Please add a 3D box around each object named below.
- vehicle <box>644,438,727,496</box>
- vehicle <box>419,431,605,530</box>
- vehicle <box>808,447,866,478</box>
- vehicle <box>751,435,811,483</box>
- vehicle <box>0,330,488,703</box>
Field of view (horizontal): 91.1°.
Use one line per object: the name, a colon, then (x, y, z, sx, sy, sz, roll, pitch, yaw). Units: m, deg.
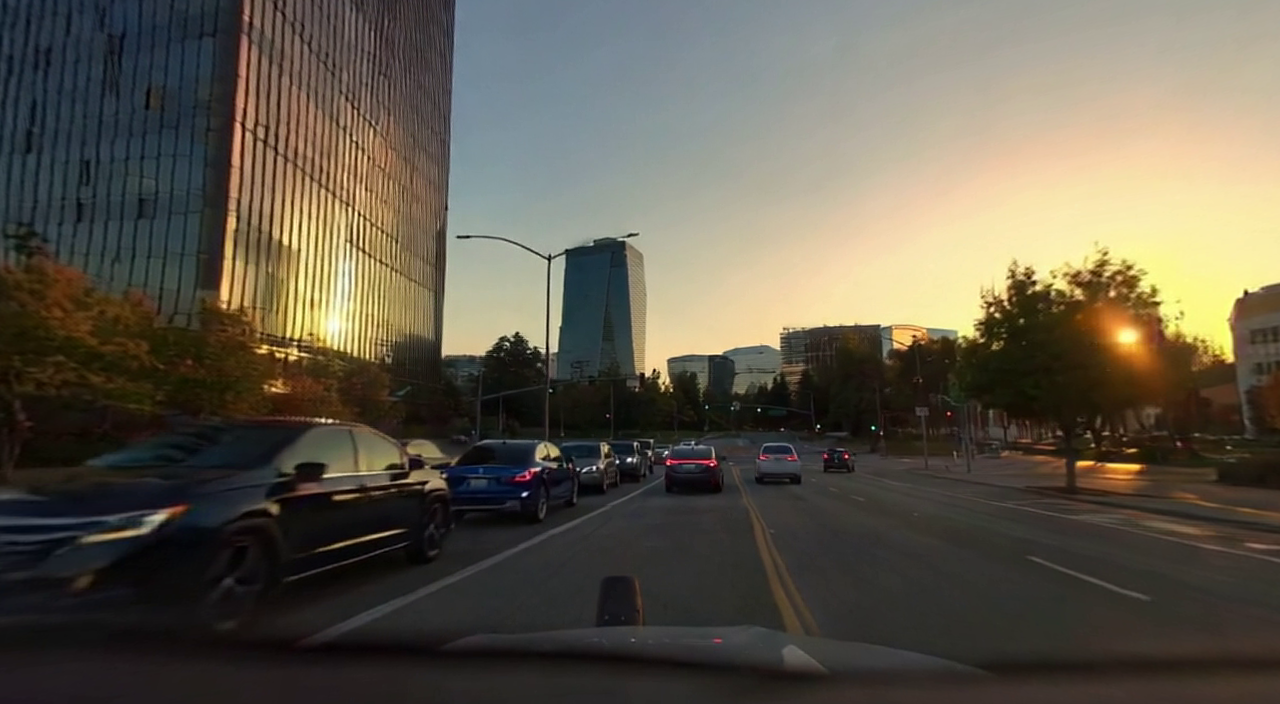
vehicle: (1.541, 3.425, 19.195, 2.205, 1.537, 4.895, -1, -9, 8)
vehicle: (-2.187, 2.388, 12.221, 2.068, 1.525, 4.452, -2, -9, 9)
vehicle: (10.406, 5.865, 33.549, 2.120, 1.497, 4.323, -1, -9, 6)
vehicle: (5.836, 4.470, 26.517, 2.102, 1.815, 4.716, -1, -9, 8)
vehicle: (-3.209, 1.180, 5.305, 2.142, 1.834, 4.588, -2, -9, 9)
